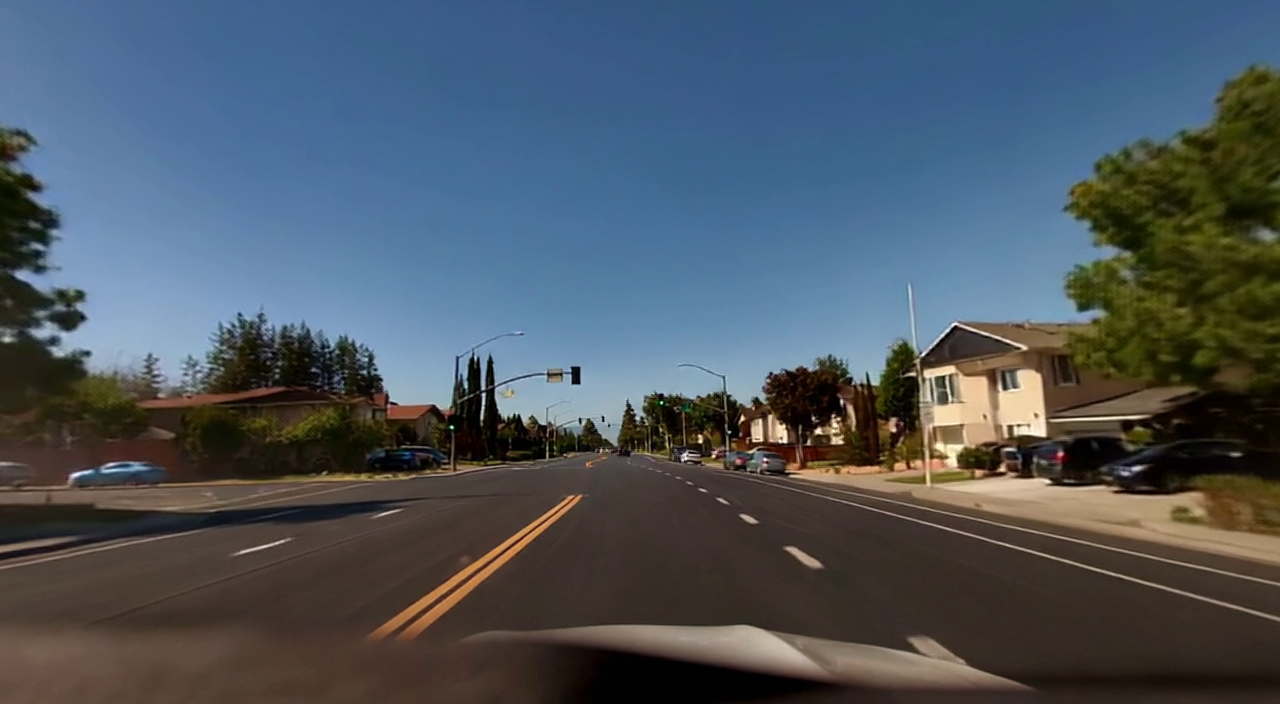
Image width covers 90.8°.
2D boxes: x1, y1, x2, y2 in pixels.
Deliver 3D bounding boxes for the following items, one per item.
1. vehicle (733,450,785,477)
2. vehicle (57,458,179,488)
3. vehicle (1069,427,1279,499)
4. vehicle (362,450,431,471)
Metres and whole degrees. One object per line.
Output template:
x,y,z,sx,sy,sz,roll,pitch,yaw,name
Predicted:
7.196,6.762,38.575,1.951,1.528,4.366,1,-9,-6,vehicle
-27.150,6.294,32.976,4.600,1.468,1.869,0,-9,-3,vehicle
15.624,3.182,18.373,4.739,1.667,1.998,-4,-7,0,vehicle
-18.793,8.390,48.967,4.598,1.445,1.973,-2,-9,-2,vehicle
